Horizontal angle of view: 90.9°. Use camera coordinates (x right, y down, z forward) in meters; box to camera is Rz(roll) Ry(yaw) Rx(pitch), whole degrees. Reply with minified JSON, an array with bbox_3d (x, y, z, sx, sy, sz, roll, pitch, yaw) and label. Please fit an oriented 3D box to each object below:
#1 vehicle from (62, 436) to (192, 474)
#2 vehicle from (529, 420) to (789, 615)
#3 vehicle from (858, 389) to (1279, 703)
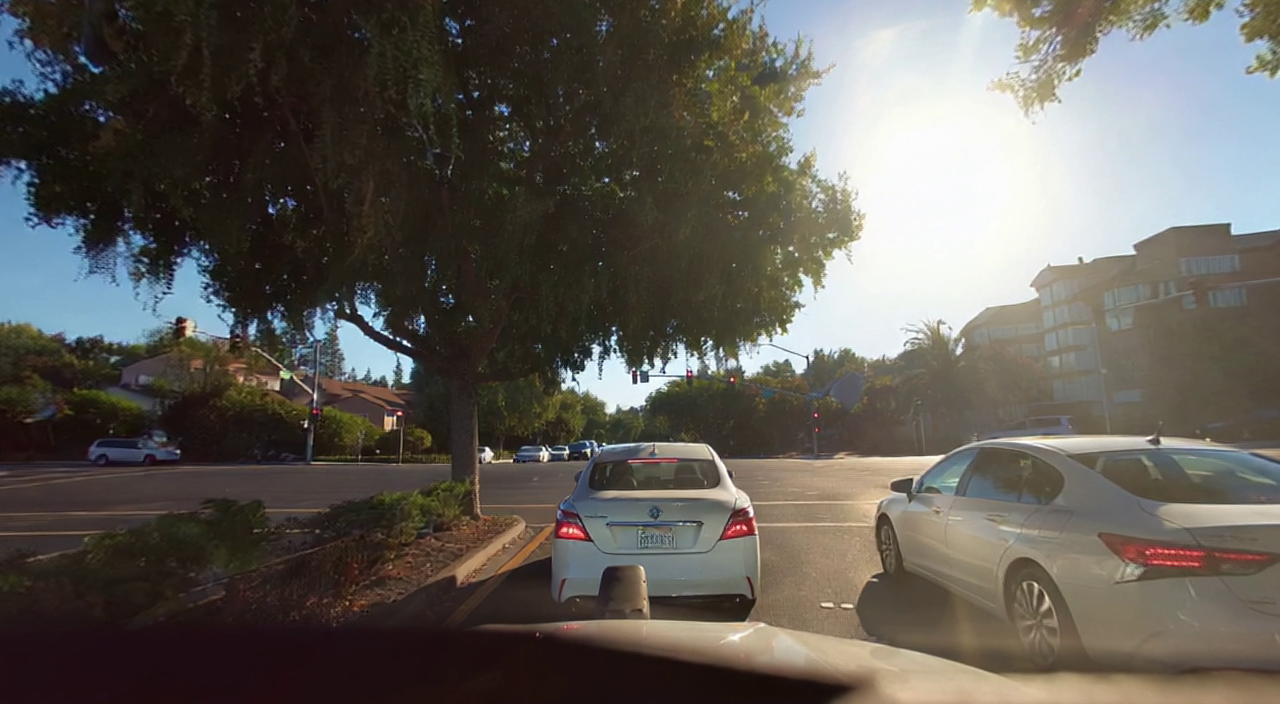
[{"bbox_3d":[-24.287,4.874,29.995,4.450,1.684,1.894,0,-8,0],"label":"vehicle"},{"bbox_3d":[0.103,1.566,6.878,2.017,1.485,3.813,0,-8,-1],"label":"vehicle"},{"bbox_3d":[3.176,1.125,3.895,1.931,1.493,4.555,0,-8,-1],"label":"vehicle"}]
